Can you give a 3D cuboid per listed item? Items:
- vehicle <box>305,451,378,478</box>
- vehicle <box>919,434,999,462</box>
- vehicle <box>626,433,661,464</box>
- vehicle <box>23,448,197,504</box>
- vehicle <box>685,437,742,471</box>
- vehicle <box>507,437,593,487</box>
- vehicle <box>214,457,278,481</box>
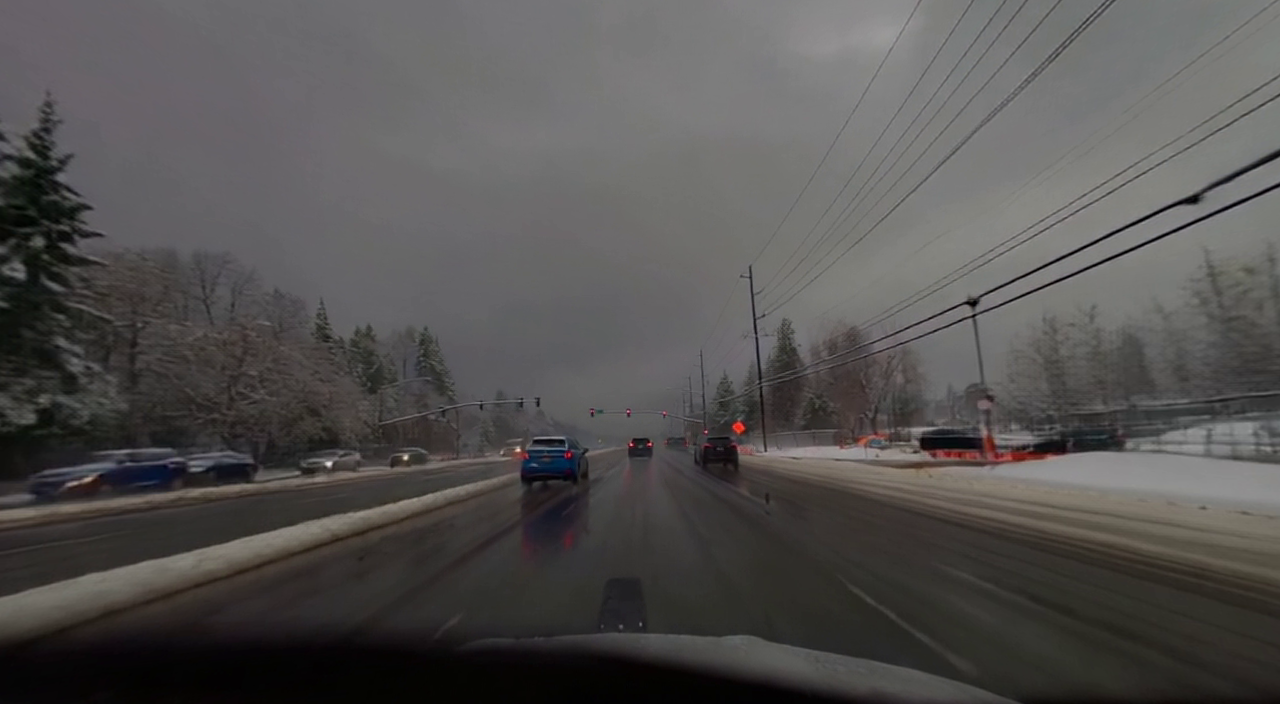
[{"bbox_3d":[-17.382,6.542,36.959,1.924,1.446,4.625,-1,-8,1],"label":"vehicle"},{"bbox_3d":[17.765,5.306,35.033,4.677,1.466,1.928,6,-10,-36],"label":"vehicle"},{"bbox_3d":[0.244,6.106,40.067,2.060,1.845,4.151,-1,-8,1],"label":"vehicle"},{"bbox_3d":[-17.694,4.109,21.416,2.036,1.649,4.493,0,-8,-1],"label":"vehicle"},{"bbox_3d":[3.389,4.816,29.982,2.142,1.475,4.565,0,-8,0],"label":"vehicle"},{"bbox_3d":[-2.895,3.683,21.463,2.087,1.480,4.825,-1,-8,1],"label":"vehicle"},{"bbox_3d":[-27.194,8.087,43.675,1.676,1.438,4.232,0,-8,0],"label":"vehicle"}]
